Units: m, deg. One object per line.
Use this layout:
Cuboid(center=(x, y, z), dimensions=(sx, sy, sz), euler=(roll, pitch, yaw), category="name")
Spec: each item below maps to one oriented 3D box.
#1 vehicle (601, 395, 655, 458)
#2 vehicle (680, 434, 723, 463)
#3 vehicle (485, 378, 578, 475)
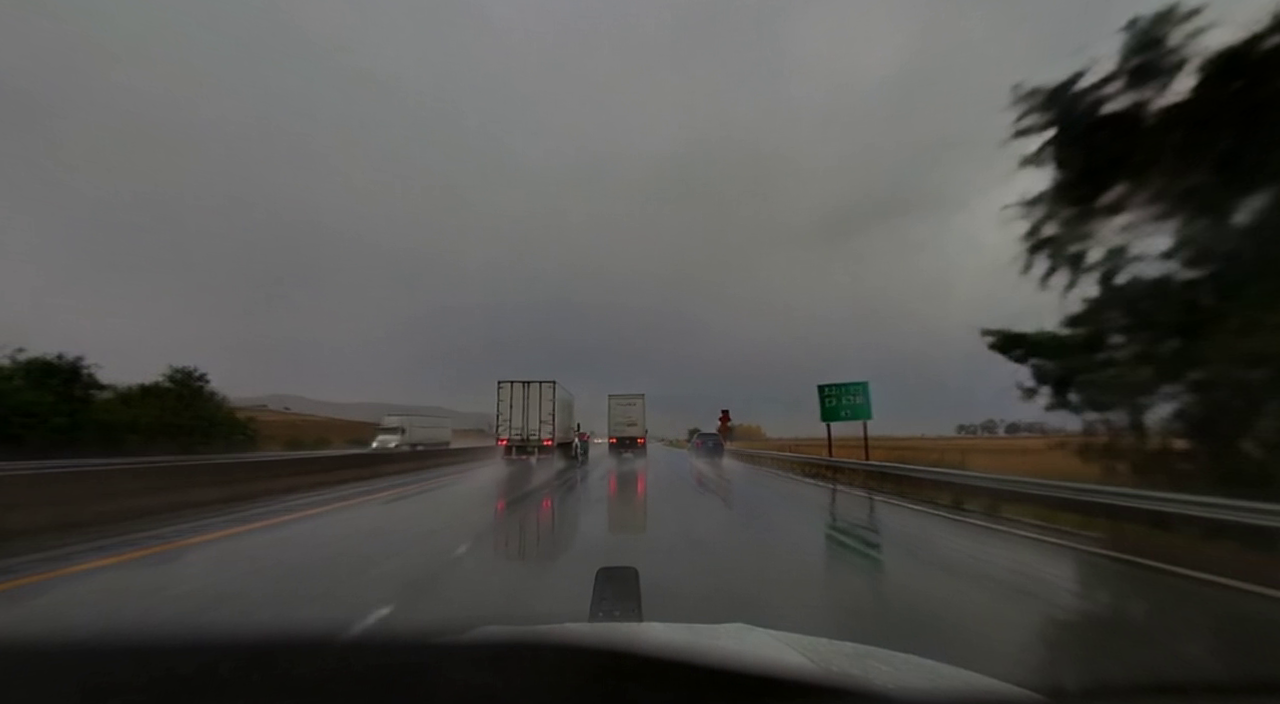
Cuboid(center=(-1.224, 6.021, 49.377), dimensions=(3.475, 4.037, 17.454), euler=(0, -8, -3), category="vehicle")
Cuboid(center=(3.348, 5.301, 34.796), dimensions=(1.891, 1.477, 3.599), euler=(0, -8, -2), category="vehicle")
Cuboid(center=(-4.163, 3.110, 25.703), dimensions=(2.728, 3.405, 7.096), euler=(0, -8, -2), category="vehicle")
